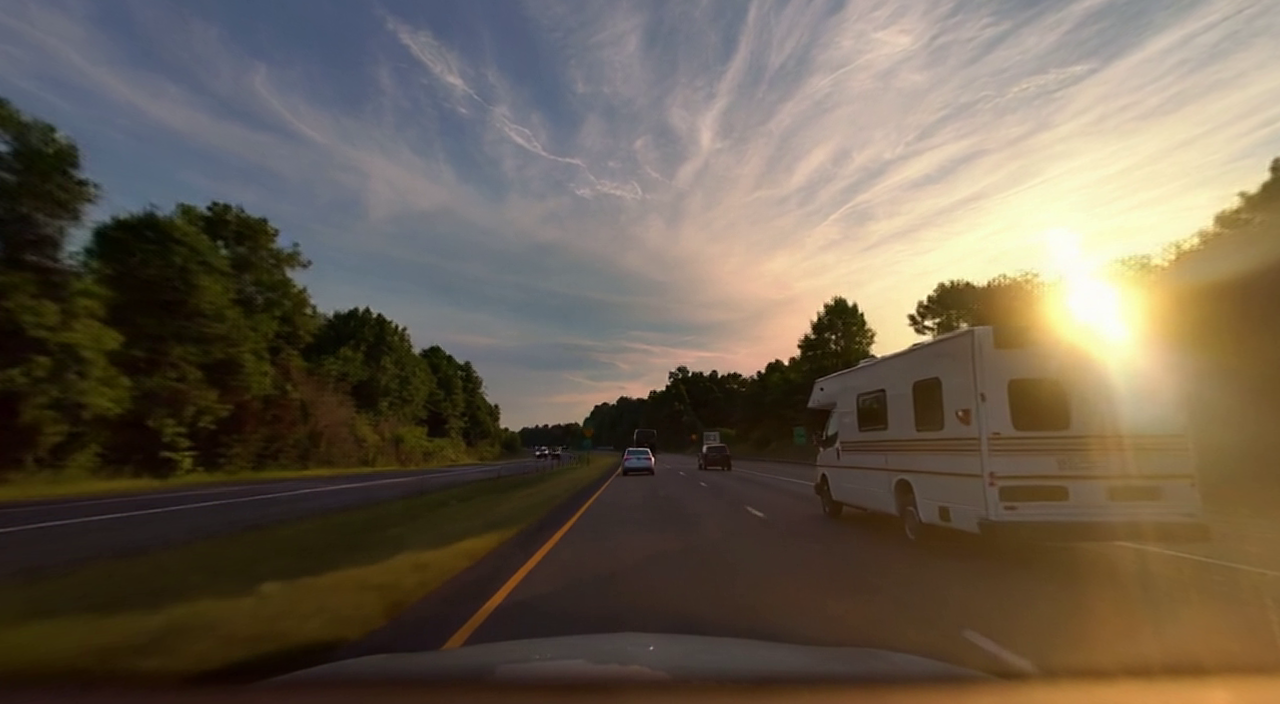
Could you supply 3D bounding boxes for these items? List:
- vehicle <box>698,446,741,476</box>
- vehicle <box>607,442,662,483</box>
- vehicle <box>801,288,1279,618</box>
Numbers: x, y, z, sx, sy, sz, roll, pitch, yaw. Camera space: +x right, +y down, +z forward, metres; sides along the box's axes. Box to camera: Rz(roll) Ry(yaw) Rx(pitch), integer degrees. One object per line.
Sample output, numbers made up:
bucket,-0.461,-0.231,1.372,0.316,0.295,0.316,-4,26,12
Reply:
vehicle,4.127,5.736,33.340,1.757,1.459,3.398,0,-9,-1
vehicle,-0.237,4.648,26.711,2.120,1.575,4.018,0,-9,-1
vehicle,4.631,1.386,8.999,2.745,2.832,7.035,1,-9,0
